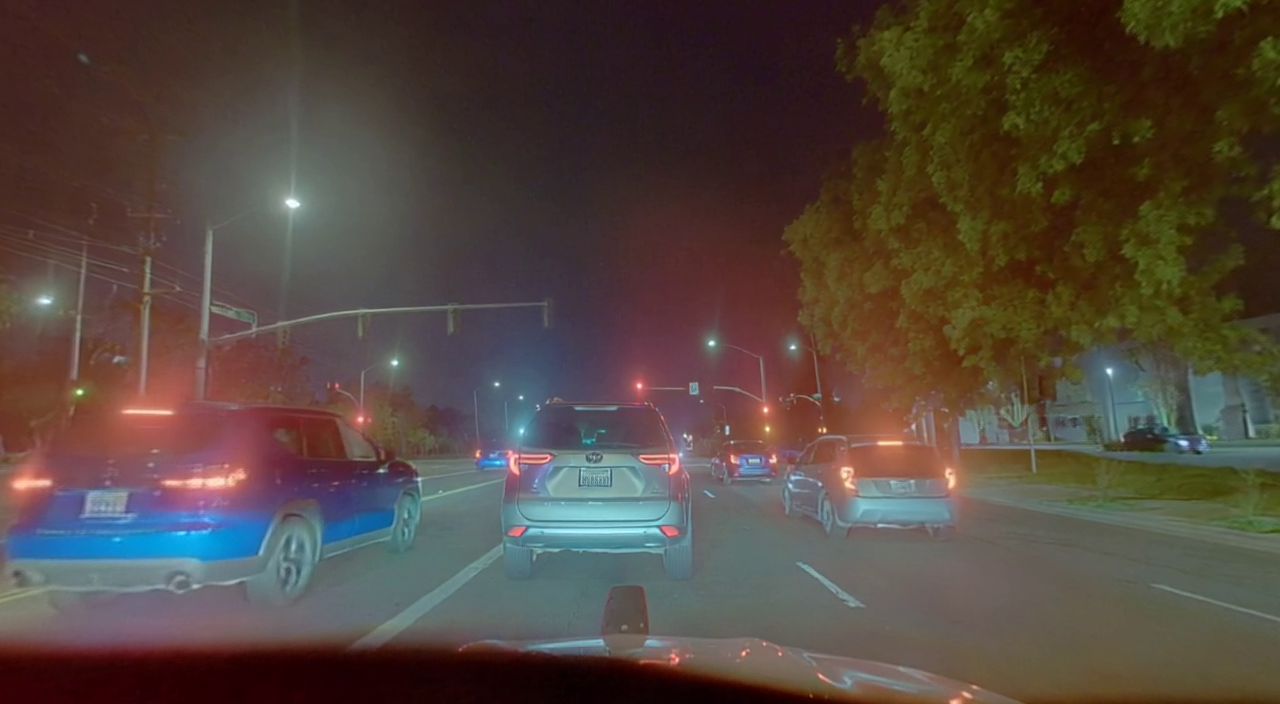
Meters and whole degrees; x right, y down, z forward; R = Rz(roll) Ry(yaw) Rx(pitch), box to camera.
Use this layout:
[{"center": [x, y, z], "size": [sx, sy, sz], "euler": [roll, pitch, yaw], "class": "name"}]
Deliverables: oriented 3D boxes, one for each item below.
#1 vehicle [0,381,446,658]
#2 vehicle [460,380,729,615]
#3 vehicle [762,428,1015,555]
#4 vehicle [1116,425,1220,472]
[{"center": [-3.721, 1.344, 6.160], "size": [2.160, 1.666, 4.583], "euler": [0, -8, 0], "class": "vehicle"}, {"center": [-0.362, 1.439, 7.101], "size": [2.064, 1.817, 4.298], "euler": [0, -8, 0], "class": "vehicle"}, {"center": [3.358, 1.967, 9.622], "size": [2.121, 1.494, 4.208], "euler": [0, -8, 0], "class": "vehicle"}, {"center": [19.307, 3.509, 22.980], "size": [4.215, 1.578, 1.892], "euler": [7, -11, -37], "class": "vehicle"}]
